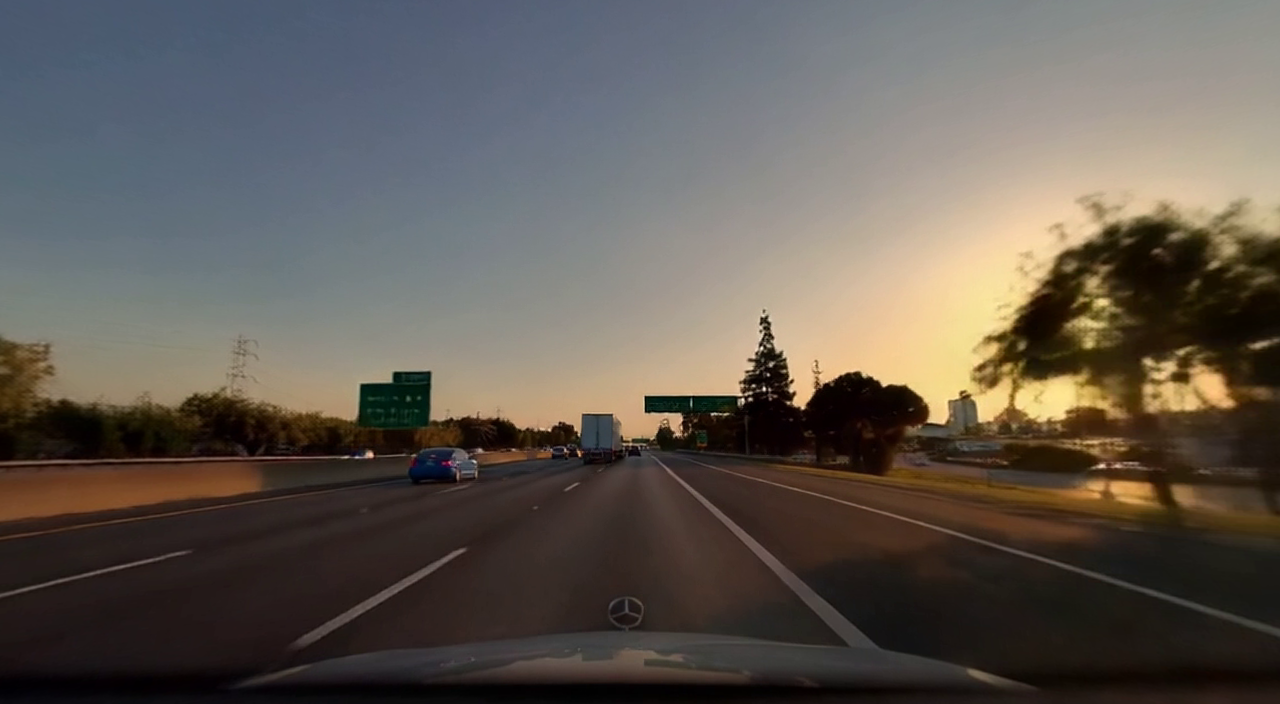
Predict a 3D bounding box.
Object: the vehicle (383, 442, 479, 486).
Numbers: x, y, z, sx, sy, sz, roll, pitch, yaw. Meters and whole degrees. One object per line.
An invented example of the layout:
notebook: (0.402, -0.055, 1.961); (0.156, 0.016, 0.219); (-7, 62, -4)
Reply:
vehicle: (-7.676, 4.134, 23.552); (1.901, 1.467, 4.629); (0, -8, 1)
